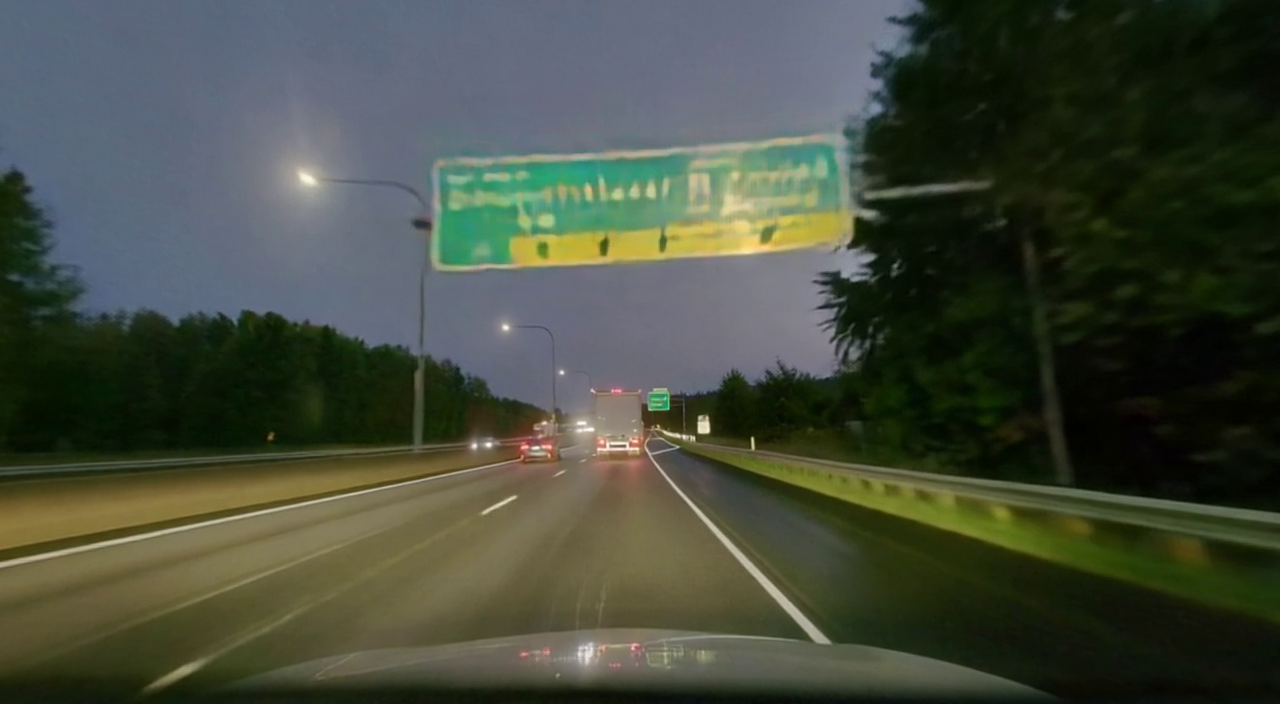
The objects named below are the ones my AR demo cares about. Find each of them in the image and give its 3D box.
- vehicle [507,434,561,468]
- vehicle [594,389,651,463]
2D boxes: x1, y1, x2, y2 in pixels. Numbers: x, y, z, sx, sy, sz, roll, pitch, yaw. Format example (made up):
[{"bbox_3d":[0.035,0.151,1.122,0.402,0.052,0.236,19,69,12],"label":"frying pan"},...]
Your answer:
[{"bbox_3d":[-5.038,4.725,30.384,1.931,1.479,4.083,0,-8,-1],"label":"vehicle"},{"bbox_3d":[-0.998,4.332,36.209,2.855,3.741,8.587,0,-8,-2],"label":"vehicle"}]
